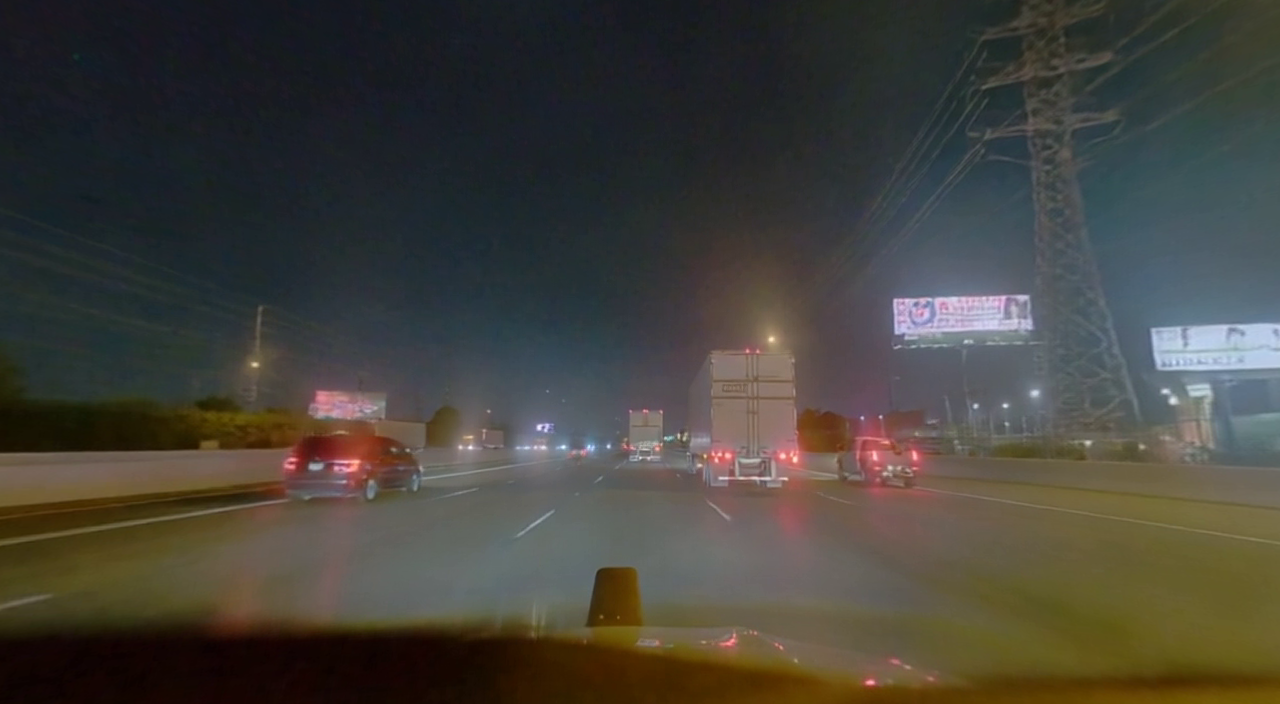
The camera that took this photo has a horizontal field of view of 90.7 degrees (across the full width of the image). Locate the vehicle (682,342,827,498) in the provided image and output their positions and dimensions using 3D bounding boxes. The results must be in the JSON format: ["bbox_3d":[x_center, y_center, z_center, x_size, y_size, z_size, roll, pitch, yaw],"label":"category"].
[{"bbox_3d":[3.591,3.048,25.241,2.892,4.152,16.575,0,-9,1],"label":"vehicle"}]

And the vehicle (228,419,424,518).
[{"bbox_3d":[-6.773,2.577,14.410,2.004,1.846,4.739,0,-9,0],"label":"vehicle"}]

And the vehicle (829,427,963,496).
[{"bbox_3d":[7.630,3.308,19.472,2.115,1.844,4.522,0,-9,-1],"label":"vehicle"}]
